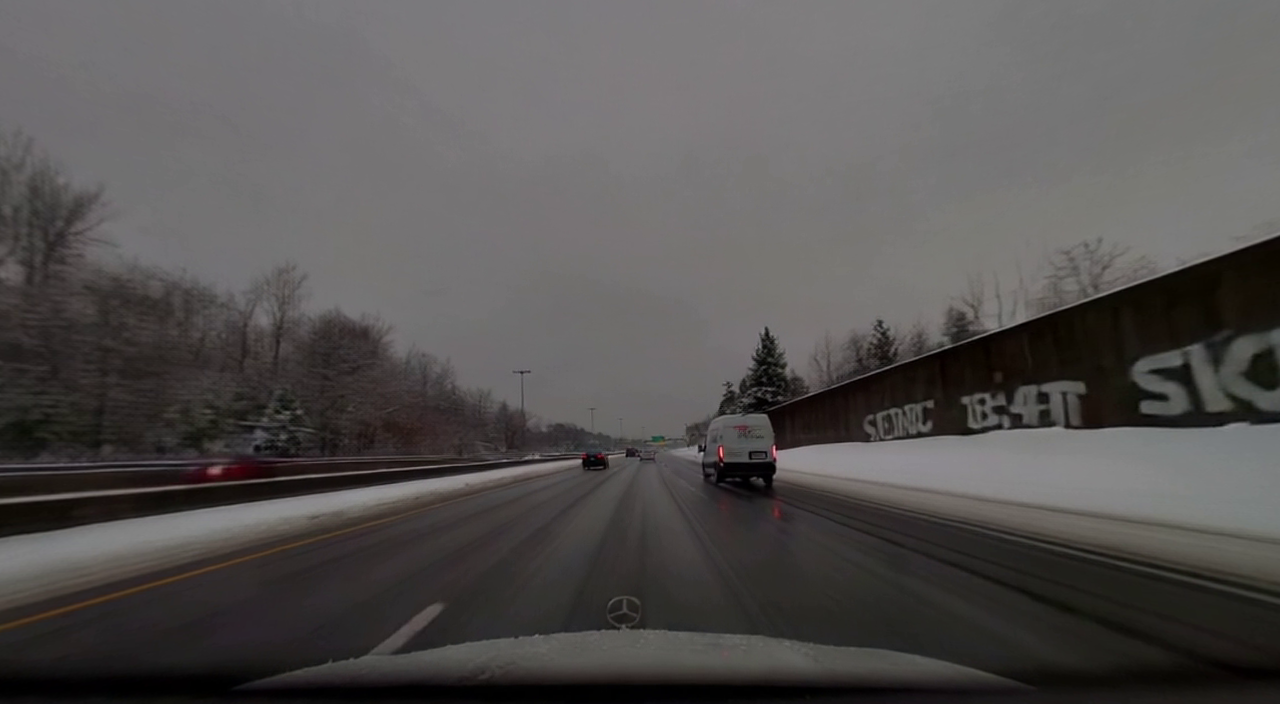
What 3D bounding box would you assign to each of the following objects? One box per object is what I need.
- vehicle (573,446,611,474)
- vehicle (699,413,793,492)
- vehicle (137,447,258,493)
[{"bbox_3d":[-2.927,6.693,39.260,1.964,1.618,4.489,0,-9,1],"label":"vehicle"},{"bbox_3d":[3.785,3.759,23.751,2.469,2.591,5.653,0,-9,-1],"label":"vehicle"},{"bbox_3d":[-18.926,5.022,27.258,1.973,1.798,4.338,0,-9,1],"label":"vehicle"}]
